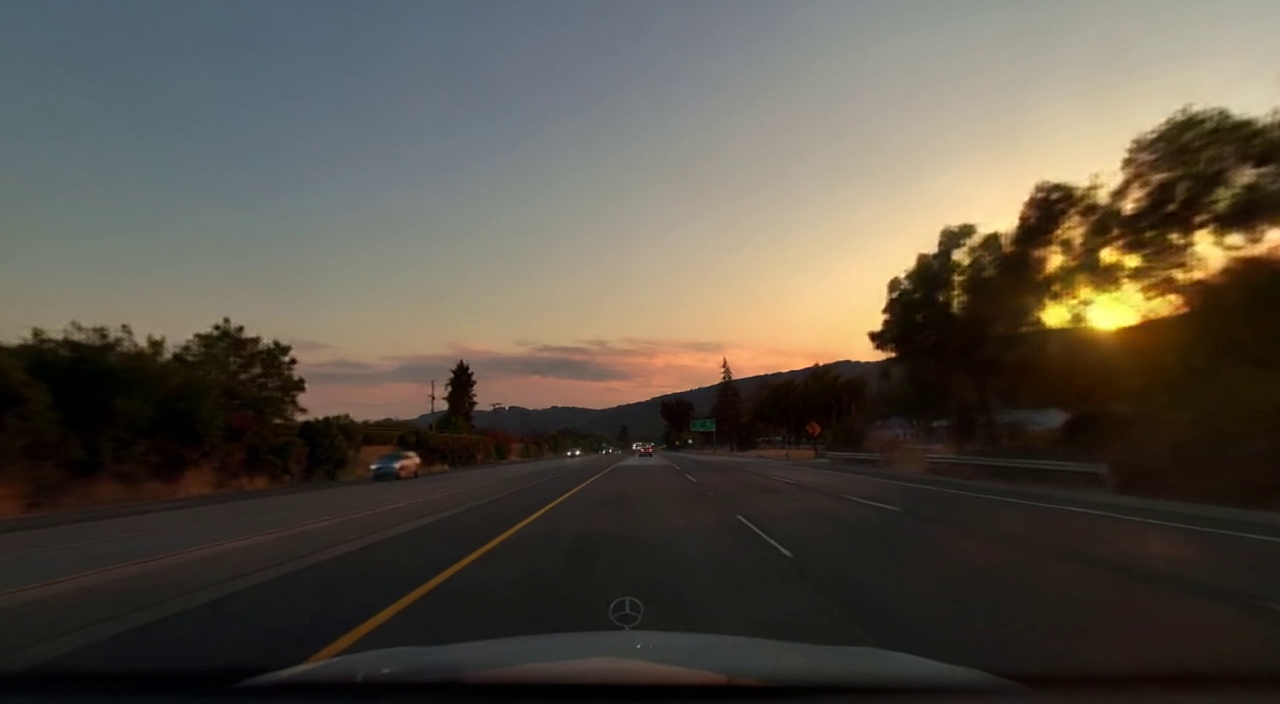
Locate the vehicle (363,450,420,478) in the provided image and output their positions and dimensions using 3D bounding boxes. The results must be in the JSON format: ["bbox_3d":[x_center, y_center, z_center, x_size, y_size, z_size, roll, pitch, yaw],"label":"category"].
[{"bbox_3d":[-18.013,8.097,46.015,2.166,1.867,5.001,0,-8,0],"label":"vehicle"}]
